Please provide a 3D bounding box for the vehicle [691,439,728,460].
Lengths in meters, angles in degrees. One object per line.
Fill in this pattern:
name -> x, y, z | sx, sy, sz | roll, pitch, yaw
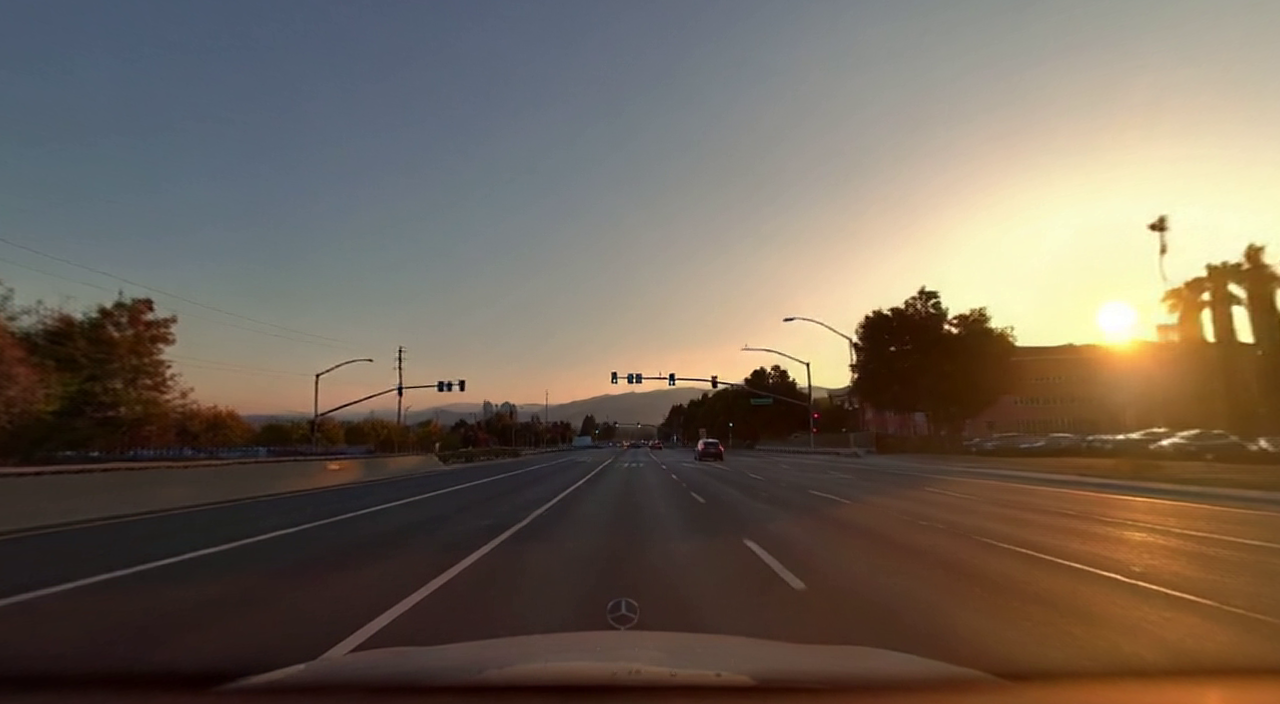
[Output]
vehicle -> 5.118, 7.315, 47.253 | 2.187, 1.475, 4.529 | 0, -9, -1
